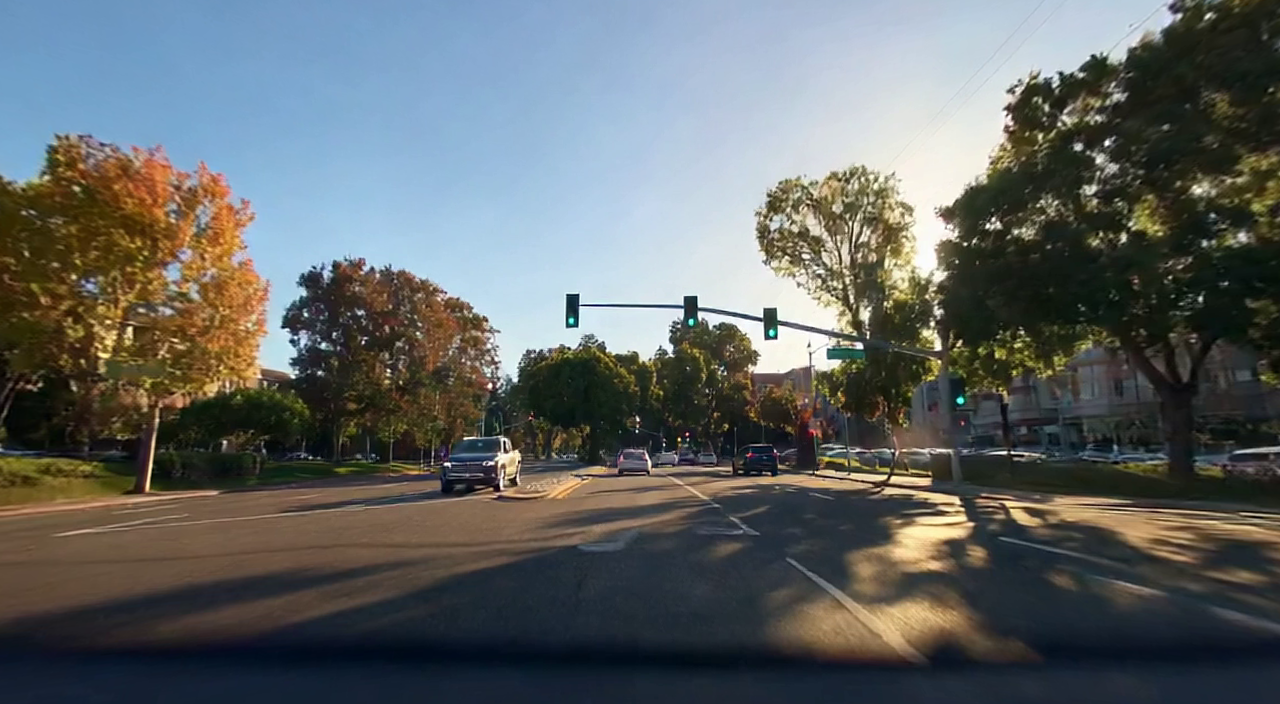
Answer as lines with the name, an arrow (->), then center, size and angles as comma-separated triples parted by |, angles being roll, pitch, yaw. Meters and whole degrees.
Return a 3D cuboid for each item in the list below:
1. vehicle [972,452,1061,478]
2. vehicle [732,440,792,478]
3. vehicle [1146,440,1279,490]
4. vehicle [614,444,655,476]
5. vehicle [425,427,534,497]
vehicle -> 26.171, 7.855, 44.028 | 4.843, 1.628, 2.063 | -1, -9, -3
vehicle -> 6.621, 5.875, 34.930 | 2.052, 1.886, 5.297 | 0, -9, -2
vehicle -> 27.608, 5.246, 29.596 | 5.935, 2.122, 2.004 | -1, -10, -2
vehicle -> -0.362, 5.952, 35.153 | 2.101, 1.641, 4.341 | 0, -9, -2
vehicle -> -5.232, 3.736, 21.623 | 2.145, 2.041, 6.064 | 0, -9, 0
